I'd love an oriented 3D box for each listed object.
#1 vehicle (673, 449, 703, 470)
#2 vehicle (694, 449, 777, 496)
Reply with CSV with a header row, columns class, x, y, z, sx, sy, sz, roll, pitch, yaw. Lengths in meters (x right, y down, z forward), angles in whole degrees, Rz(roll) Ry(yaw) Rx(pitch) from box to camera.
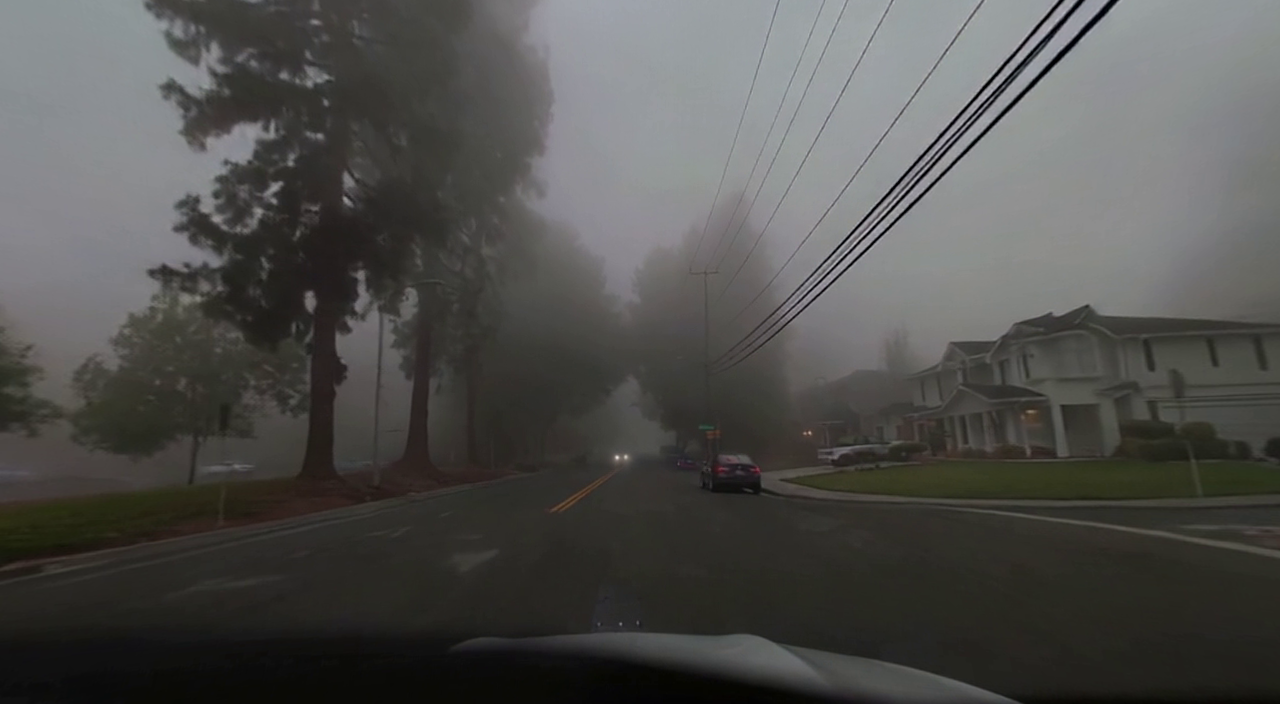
class,x,y,z,sx,sy,sz,roll,pitch,yaw
vehicle,3.656,8.274,48.667,1.915,1.491,4.642,0,-9,0
vehicle,3.122,4.039,21.632,1.990,1.435,4.526,0,-9,-2
